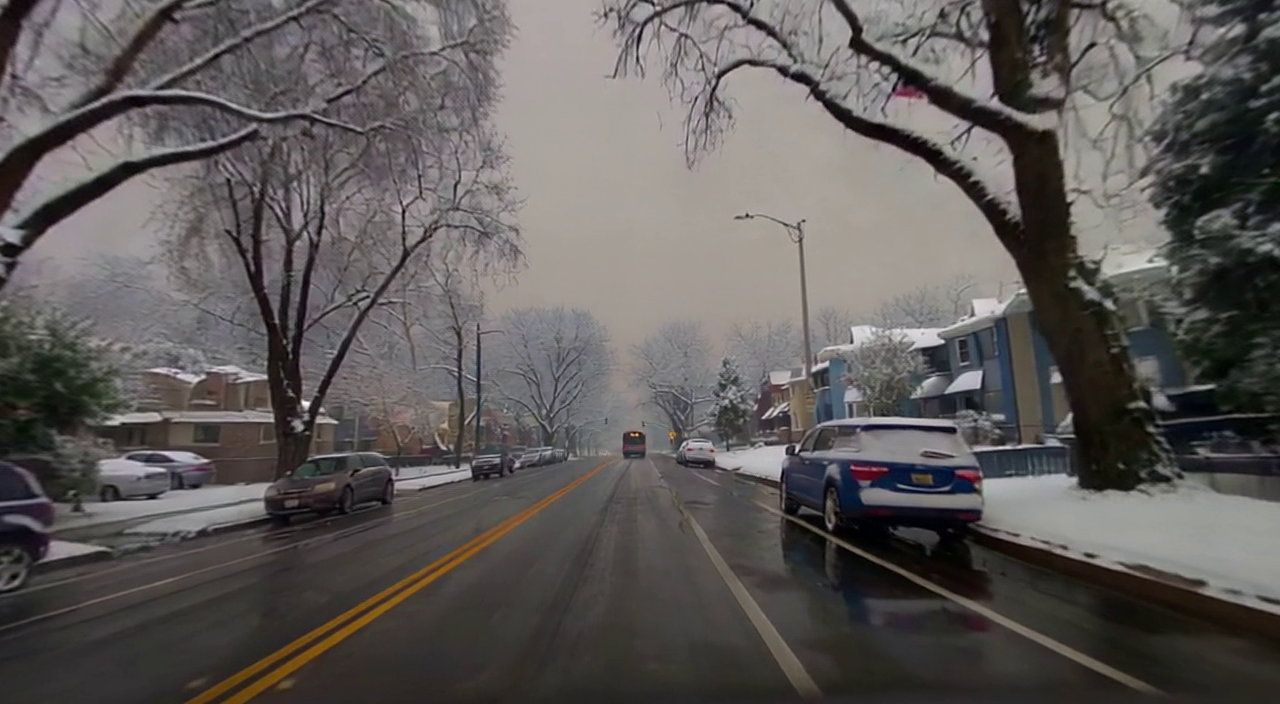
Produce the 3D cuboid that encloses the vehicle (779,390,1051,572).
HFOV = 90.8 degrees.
[{"bbox_3d":[3.703,1.803,9.672,2.131,1.995,4.626,3,-8,1],"label":"vehicle"}]

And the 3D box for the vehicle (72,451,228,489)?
[{"bbox_3d":[-20.221,4.849,26.225,4.721,1.463,2.275,-1,-8,5],"label":"vehicle"}]

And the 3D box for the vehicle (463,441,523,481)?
[{"bbox_3d":[-8.263,6.155,36.024,2.094,1.840,5.450,-6,-8,-1],"label":"vehicle"}]

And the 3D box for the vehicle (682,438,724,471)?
[{"bbox_3d":[3.991,6.552,40.668,2.060,1.833,4.927,4,-9,0],"label":"vehicle"}]

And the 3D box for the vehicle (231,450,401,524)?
[{"bbox_3d":[-8.312,3.447,16.860,1.921,1.494,4.884,-2,-8,1],"label":"vehicle"}]
